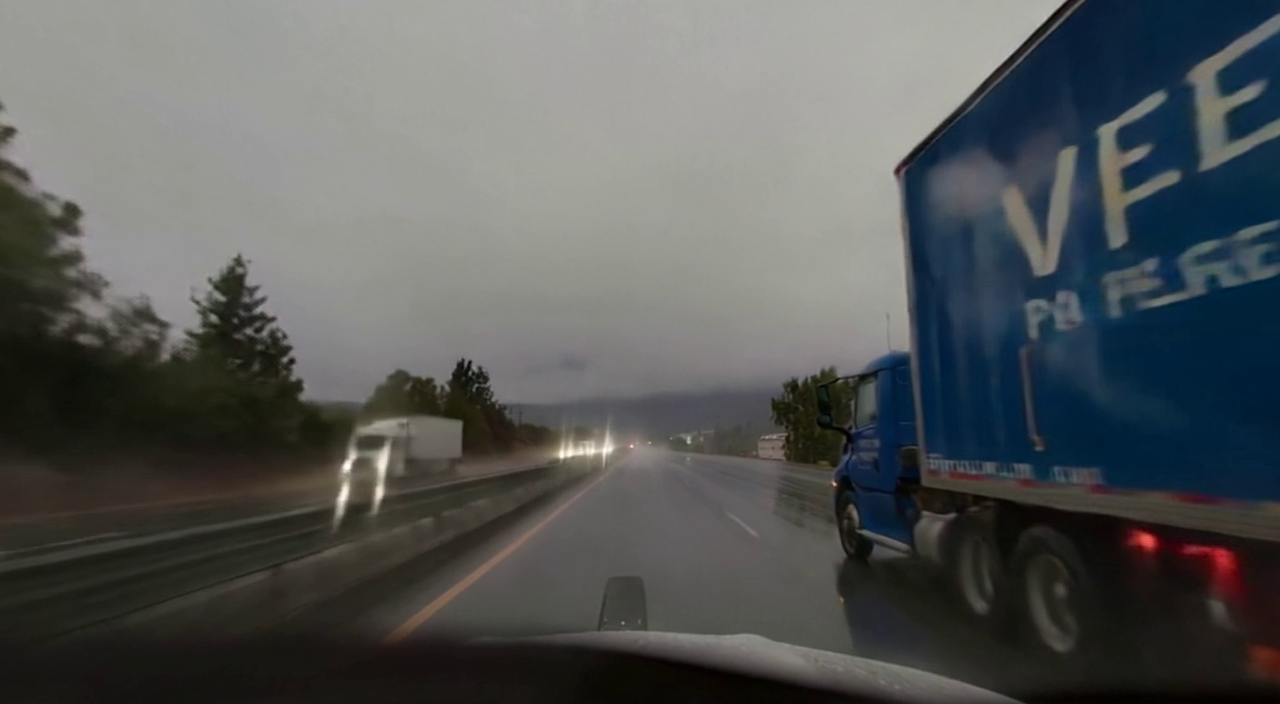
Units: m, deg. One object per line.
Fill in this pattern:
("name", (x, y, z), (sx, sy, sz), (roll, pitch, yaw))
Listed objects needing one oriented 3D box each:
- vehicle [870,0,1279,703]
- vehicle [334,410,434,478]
("vehicle", (3.727, -0.491, 1.839), (2.982, 4.164, 7.753), (0, -9, -1))
("vehicle", (-15.679, 5.774, 39.403), (3.119, 3.797, 7.398), (0, -9, -1))
